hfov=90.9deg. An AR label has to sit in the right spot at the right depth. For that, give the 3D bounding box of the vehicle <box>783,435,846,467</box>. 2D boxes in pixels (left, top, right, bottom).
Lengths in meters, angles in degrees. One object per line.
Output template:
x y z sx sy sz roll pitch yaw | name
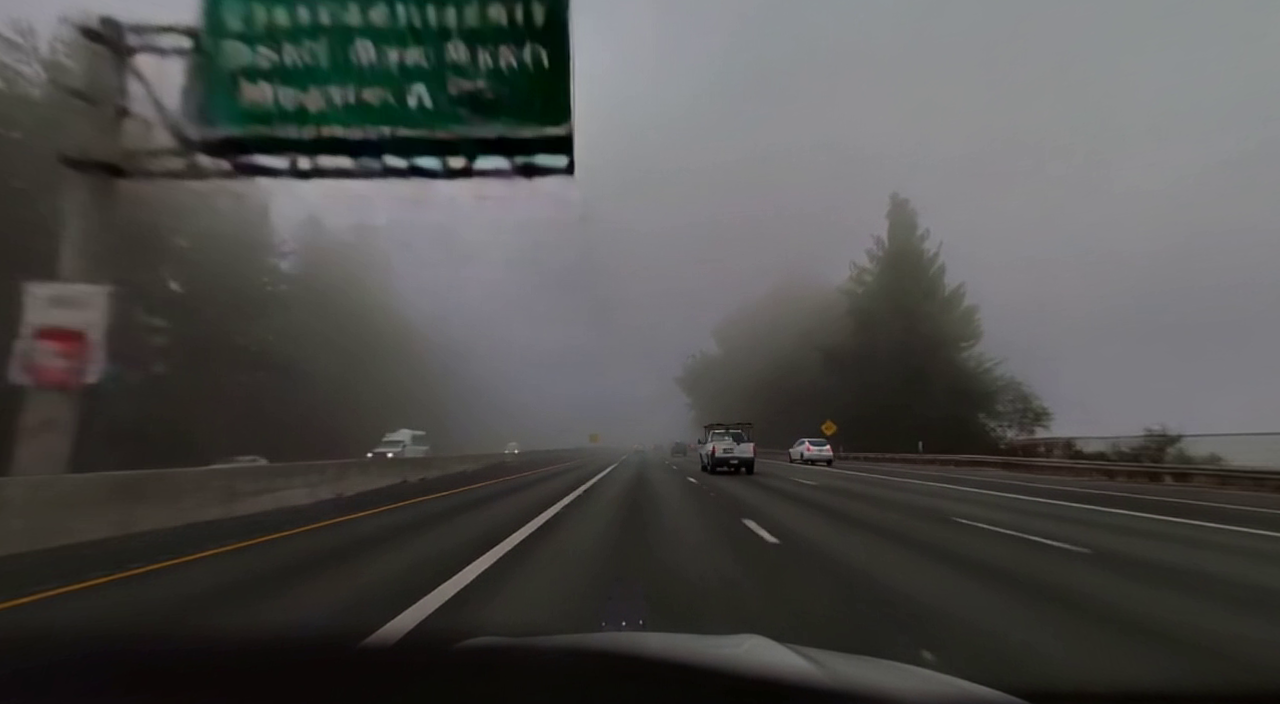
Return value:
9.603 5.493 35.180 2.045 1.658 4.598 0 -8 -2 | vehicle

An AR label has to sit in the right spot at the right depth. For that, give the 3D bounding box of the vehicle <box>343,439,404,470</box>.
-17.481 6.732 41.664 2.055 1.898 4.547 0 -8 0 | vehicle

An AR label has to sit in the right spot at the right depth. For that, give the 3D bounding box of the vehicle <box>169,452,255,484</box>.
-21.300 5.764 31.578 1.697 1.415 3.642 0 -8 0 | vehicle

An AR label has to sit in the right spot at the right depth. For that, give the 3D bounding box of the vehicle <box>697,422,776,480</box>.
3.606 3.853 24.751 2.218 1.964 5.662 0 -8 0 | vehicle
